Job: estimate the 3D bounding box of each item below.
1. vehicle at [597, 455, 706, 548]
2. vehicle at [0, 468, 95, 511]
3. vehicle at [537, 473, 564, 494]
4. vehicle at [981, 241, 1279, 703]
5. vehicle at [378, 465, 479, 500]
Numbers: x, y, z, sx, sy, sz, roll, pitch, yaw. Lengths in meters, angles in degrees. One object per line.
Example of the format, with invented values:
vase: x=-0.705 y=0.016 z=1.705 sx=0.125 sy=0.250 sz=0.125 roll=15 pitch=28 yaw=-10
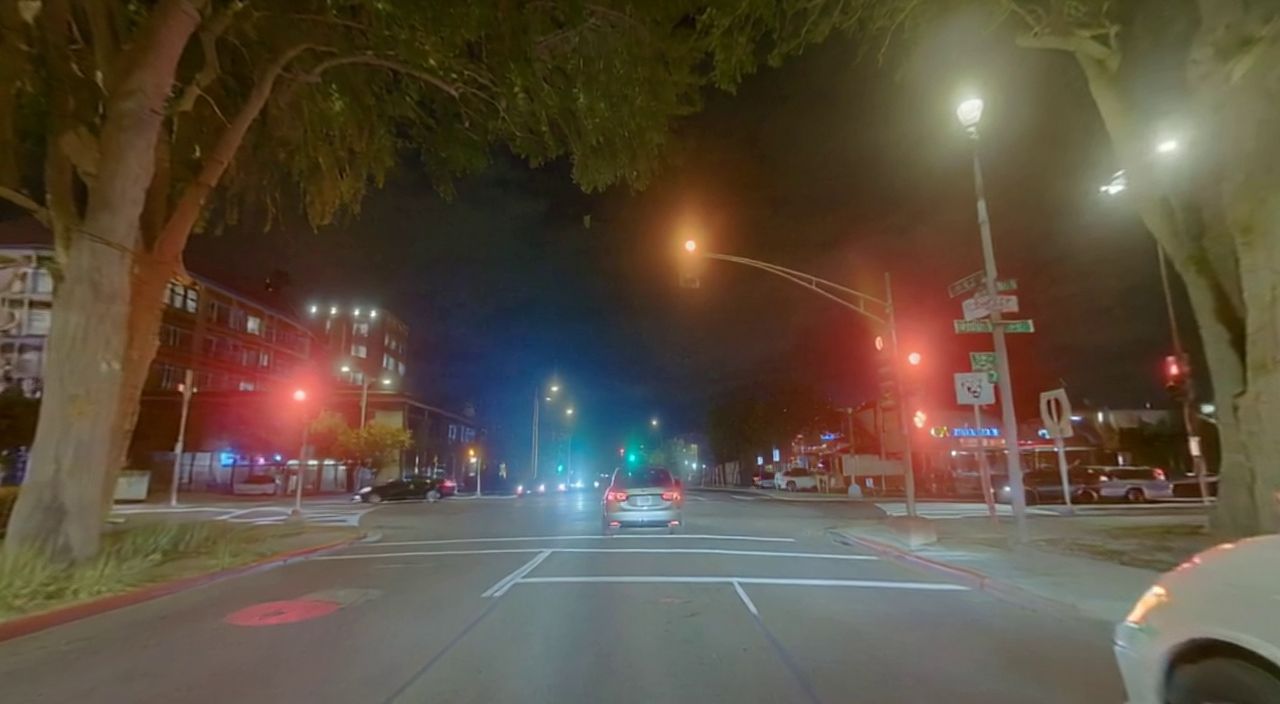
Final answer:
vehicle: x=0.140 y=3.055 z=13.306 sx=1.961 sy=1.629 sz=3.610 roll=1 pitch=-10 yaw=-2
vehicle: x=-25.359 y=5.562 z=25.654 sx=4.407 sy=1.654 sz=2.016 roll=0 pitch=-11 yaw=2
vehicle: x=-6.913 y=10.131 z=48.772 sx=1.757 sy=1.473 sz=3.712 roll=1 pitch=-11 yaw=-4
vehicle: x=2.811 y=0.476 z=0.559 sx=2.054 sy=1.965 sz=5.248 roll=1 pitch=-11 yaw=0
vehicle: x=-11.253 y=6.936 z=33.707 sx=4.675 sy=1.692 sz=1.993 roll=8 pitch=-13 yaw=-35
